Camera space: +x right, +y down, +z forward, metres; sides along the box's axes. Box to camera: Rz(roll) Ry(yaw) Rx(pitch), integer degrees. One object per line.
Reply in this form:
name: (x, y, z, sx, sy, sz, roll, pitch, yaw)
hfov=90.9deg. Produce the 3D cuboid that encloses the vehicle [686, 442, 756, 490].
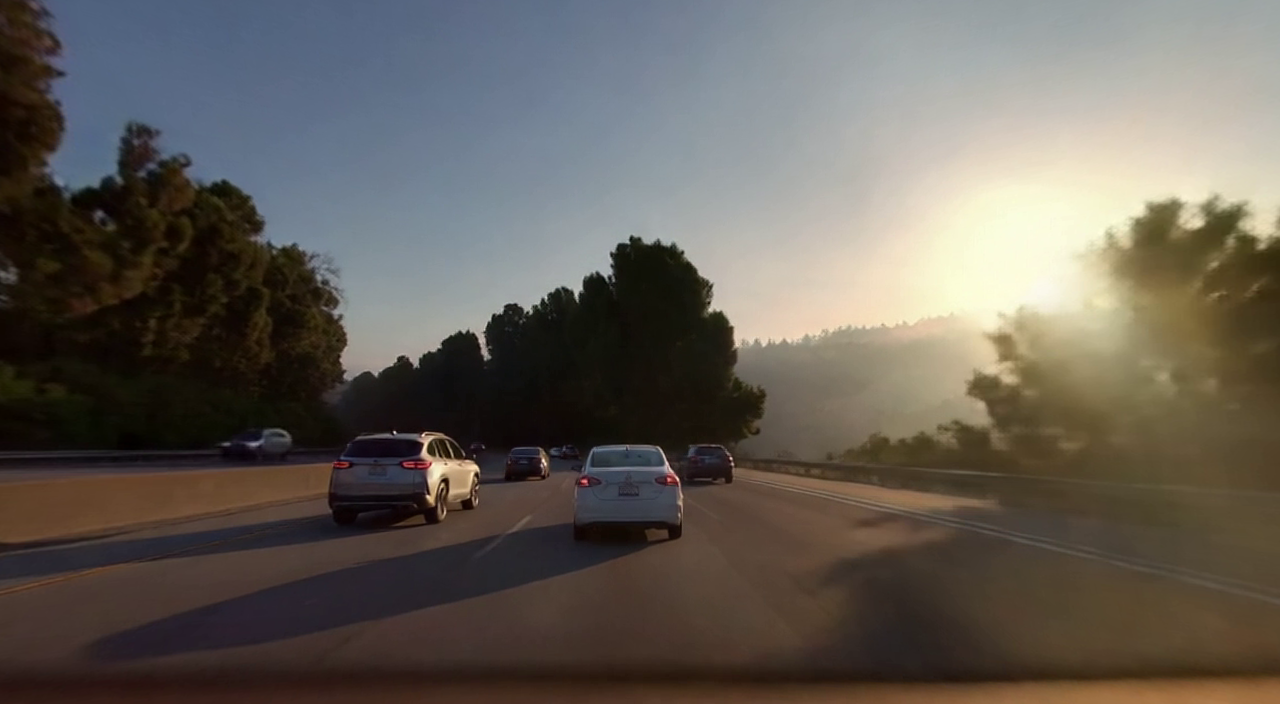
vehicle: (3.039, 4.395, 24.622, 1.996, 1.688, 4.207, 0, -9, -2)

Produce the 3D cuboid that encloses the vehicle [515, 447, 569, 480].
vehicle: (-4.771, 5.481, 31.122, 2.122, 1.491, 3.800, 0, -9, -1)

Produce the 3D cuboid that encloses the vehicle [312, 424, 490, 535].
vehicle: (-4.207, 2.301, 11.908, 1.830, 1.703, 4.142, 0, -9, -2)

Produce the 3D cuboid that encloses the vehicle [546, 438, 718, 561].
vehicle: (-0.162, 2.152, 9.939, 2.120, 1.478, 4.179, 0, -9, -2)

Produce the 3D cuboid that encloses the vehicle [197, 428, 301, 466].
vehicle: (-17.843, 4.392, 29.063, 2.157, 1.594, 4.283, 0, -9, -2)
